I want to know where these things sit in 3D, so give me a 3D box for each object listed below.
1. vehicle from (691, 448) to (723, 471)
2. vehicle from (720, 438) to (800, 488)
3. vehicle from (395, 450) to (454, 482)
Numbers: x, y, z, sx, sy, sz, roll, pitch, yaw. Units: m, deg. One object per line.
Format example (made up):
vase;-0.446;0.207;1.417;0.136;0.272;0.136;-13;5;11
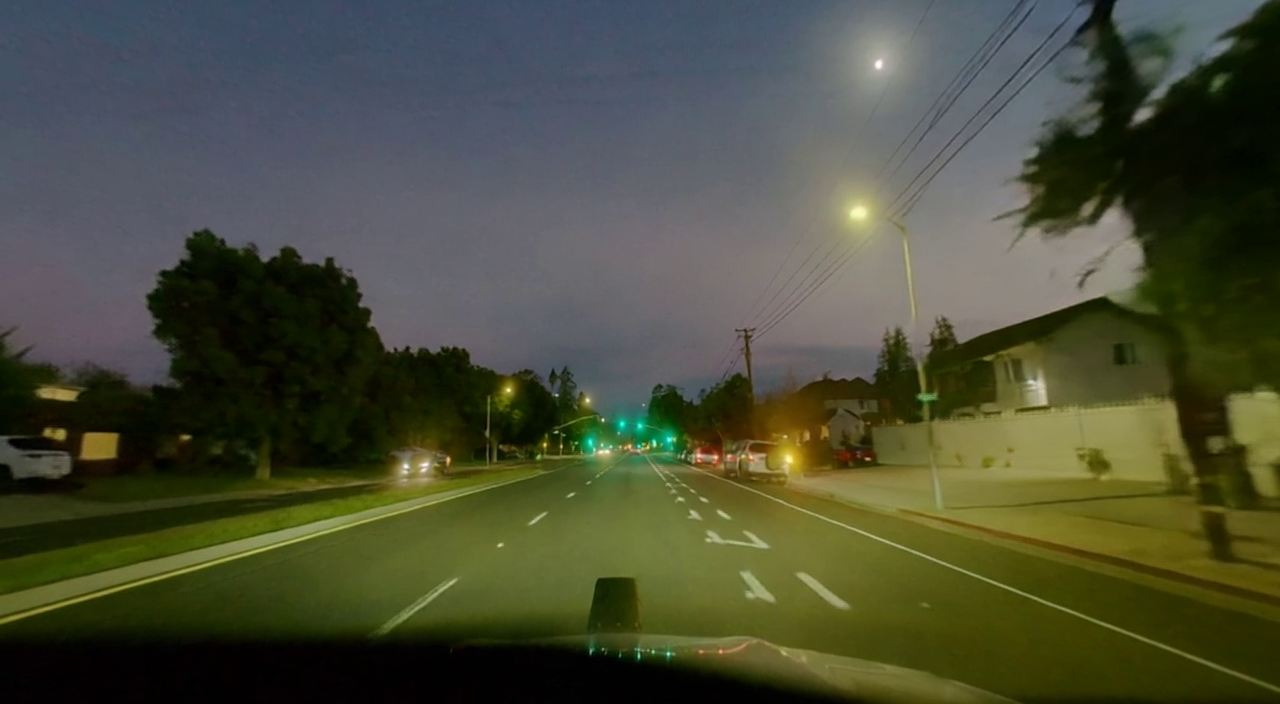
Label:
vehicle;4.747;7.626;45.118;1.875;1.540;3.402;0;-9;-1
vehicle;4.690;4.425;25.532;2.180;1.782;4.790;0;-9;-1
vehicle;-12.398;6.547;36.584;1.939;1.537;4.197;-3;-8;0
